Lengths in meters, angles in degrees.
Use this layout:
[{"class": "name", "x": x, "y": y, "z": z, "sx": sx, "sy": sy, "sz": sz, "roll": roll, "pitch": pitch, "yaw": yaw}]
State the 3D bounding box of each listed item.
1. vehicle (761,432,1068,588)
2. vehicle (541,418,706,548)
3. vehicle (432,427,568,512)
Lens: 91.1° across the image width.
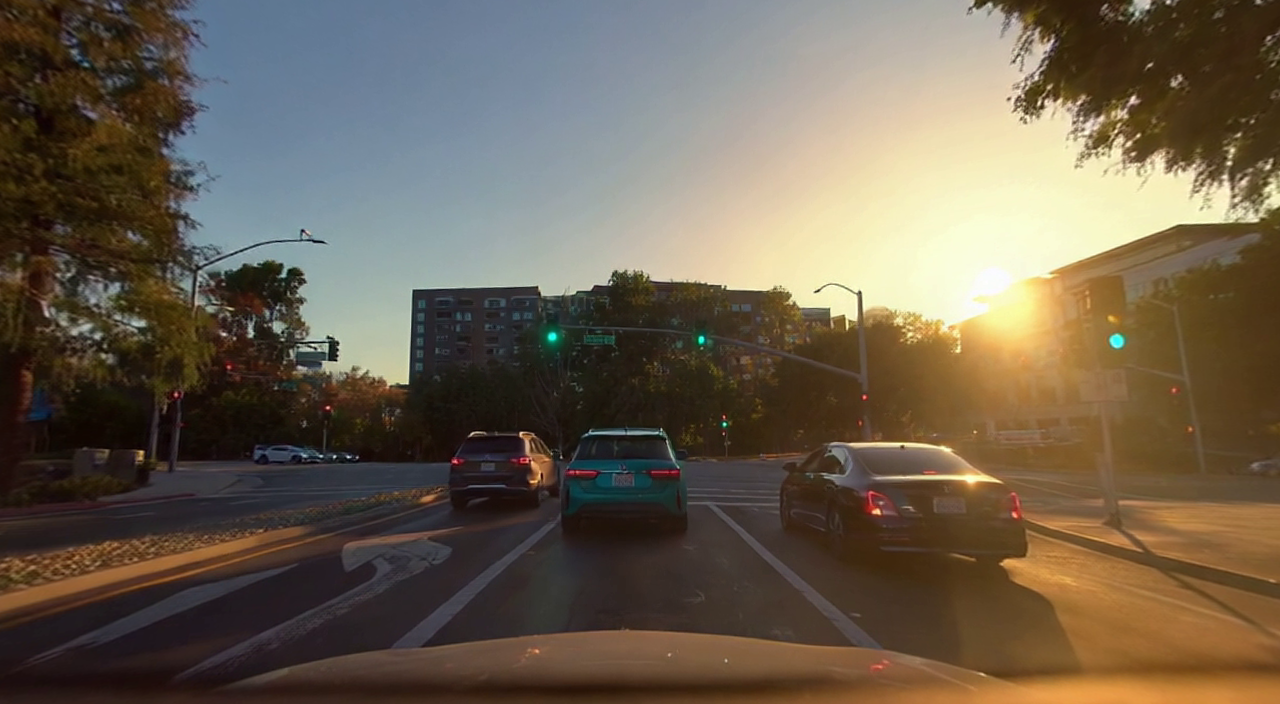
[{"class": "vehicle", "x": 3.054, "y": 1.847, "z": 8.300, "sx": 2.056, "sy": 1.468, "sz": 4.520, "roll": 0, "pitch": -8, "yaw": 1}, {"class": "vehicle", "x": -0.202, "y": 2.006, "z": 10.250, "sx": 2.108, "sy": 1.654, "sz": 4.235, "roll": 0, "pitch": -8, "yaw": 0}, {"class": "vehicle", "x": -2.975, "y": 2.593, "z": 14.301, "sx": 1.987, "sy": 1.633, "sz": 4.005, "roll": 0, "pitch": -8, "yaw": 3}]
